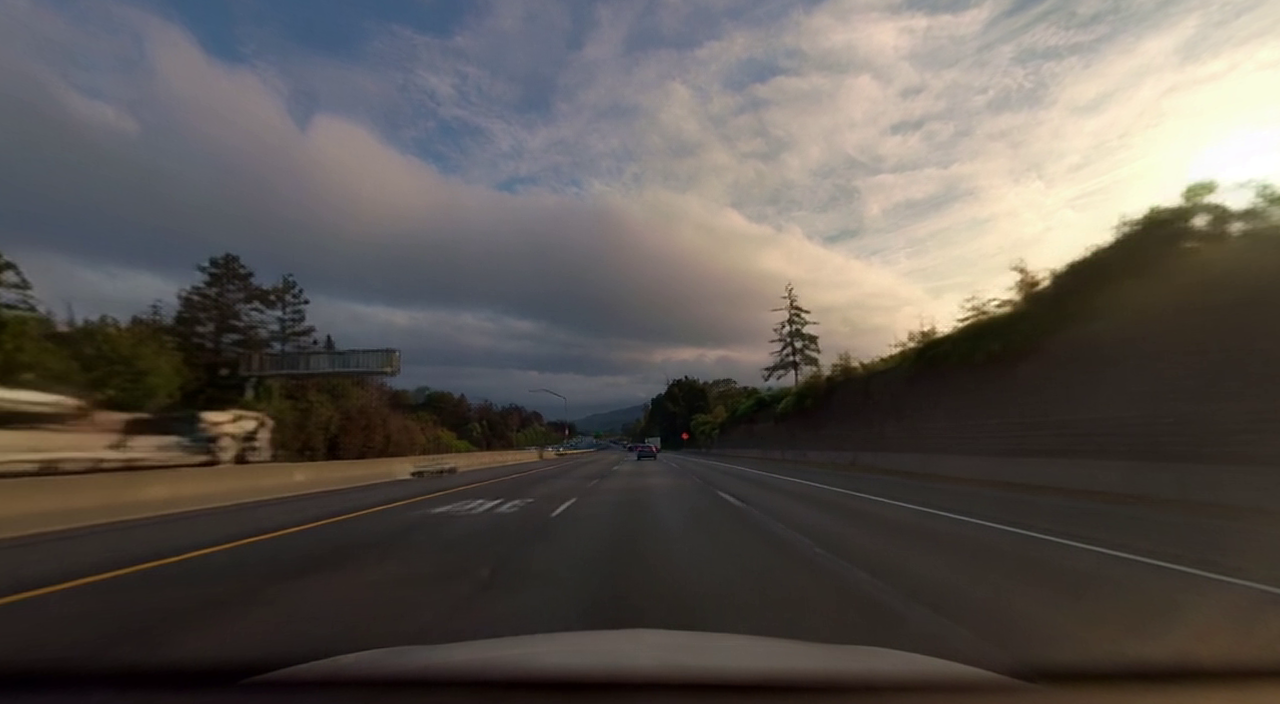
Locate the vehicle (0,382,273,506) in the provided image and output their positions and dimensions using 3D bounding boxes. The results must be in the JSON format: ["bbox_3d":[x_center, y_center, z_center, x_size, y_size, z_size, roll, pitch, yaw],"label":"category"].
[{"bbox_3d":[-19.990,3.693,25.224,2.798,3.638,13.257,0,-9,-1],"label":"vehicle"}]

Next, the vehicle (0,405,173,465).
[{"bbox_3d":[-19.867,3.038,22.796,2.237,1.885,4.778,-1,-8,0],"label":"vehicle"}]

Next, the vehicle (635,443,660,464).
[{"bbox_3d":[0.547,7.992,49.631,1.873,1.529,3.953,0,-9,0],"label":"vehicle"}]
